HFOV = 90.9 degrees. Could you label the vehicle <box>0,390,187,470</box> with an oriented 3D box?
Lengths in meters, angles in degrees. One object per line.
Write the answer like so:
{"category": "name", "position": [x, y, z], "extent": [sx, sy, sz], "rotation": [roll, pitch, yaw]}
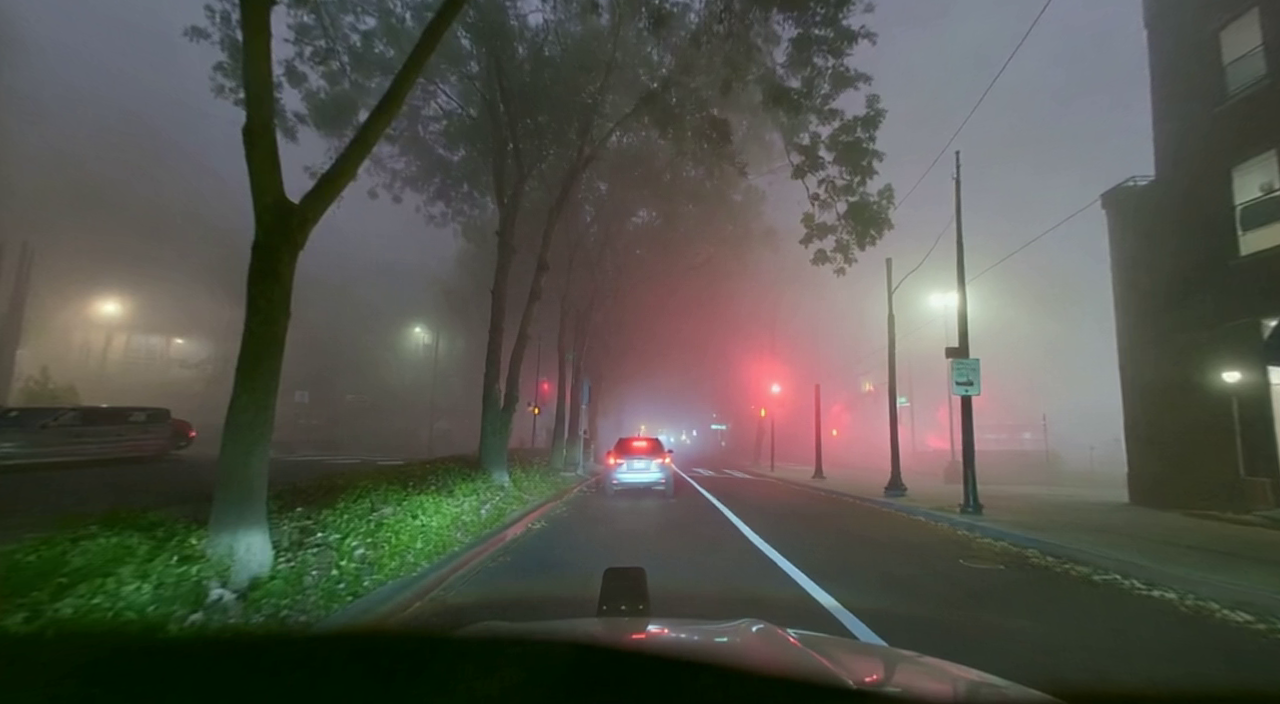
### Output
{"category": "vehicle", "position": [-14.716, 2.109, 16.543], "extent": [2.027, 1.758, 5.254], "rotation": [0, -9, -4]}

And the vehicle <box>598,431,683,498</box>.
{"category": "vehicle", "position": [-0.027, 3.041, 17.411], "extent": [2.079, 1.621, 3.861], "rotation": [0, -9, -1]}
